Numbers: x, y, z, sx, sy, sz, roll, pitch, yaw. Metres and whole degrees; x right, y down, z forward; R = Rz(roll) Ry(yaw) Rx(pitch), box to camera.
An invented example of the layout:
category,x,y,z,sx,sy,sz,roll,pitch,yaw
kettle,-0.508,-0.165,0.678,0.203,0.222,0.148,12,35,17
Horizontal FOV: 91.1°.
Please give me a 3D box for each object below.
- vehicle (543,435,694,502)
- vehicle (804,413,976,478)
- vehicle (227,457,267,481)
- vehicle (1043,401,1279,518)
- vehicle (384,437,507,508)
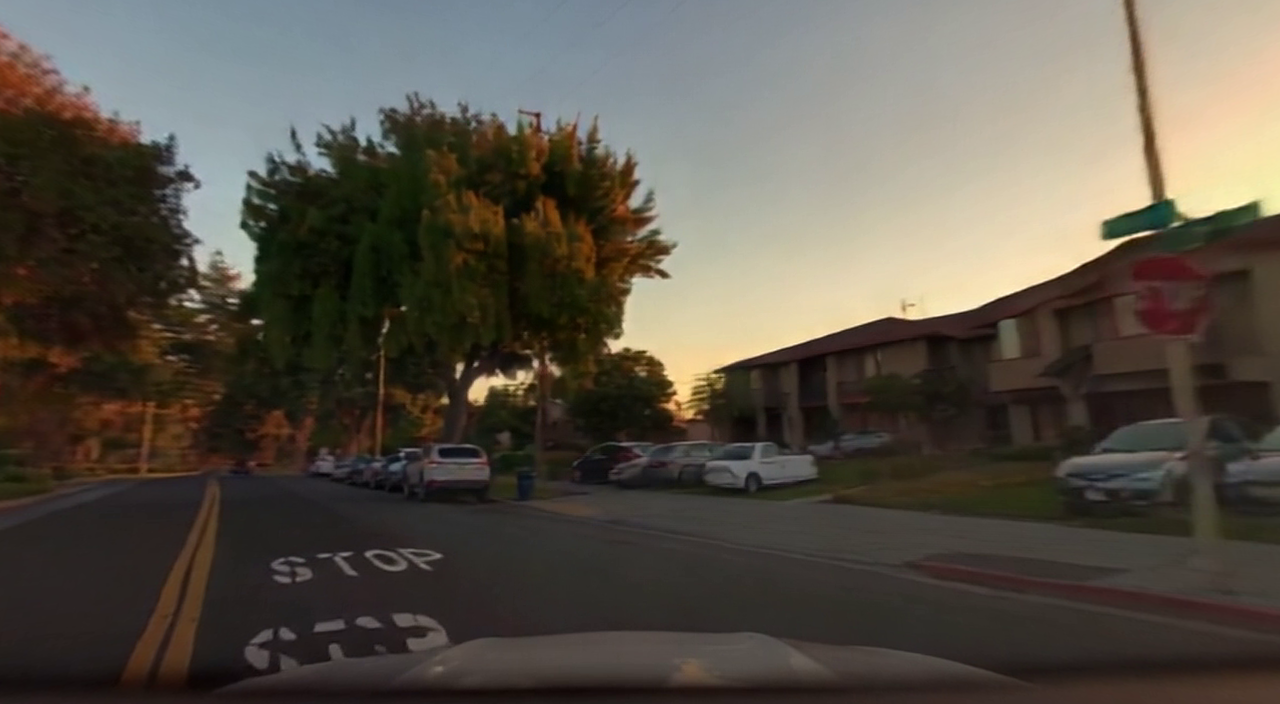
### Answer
category,x,y,z,sx,sy,sz,roll,pitch,yaw
vehicle,-0.967,3.866,21.782,2.282,1.893,6.027,4,-8,-35
vehicle,14.048,5.418,36.486,2.928,3.230,9.384,5,-9,-30
vehicle,-27.946,8.256,44.559,2.010,1.499,4.107,6,-10,-35
vehicle,10.044,1.805,10.745,1.959,1.753,4.778,5,-10,-32
vehicle,-6.642,3.871,20.898,2.292,1.974,5.853,5,-10,-33
